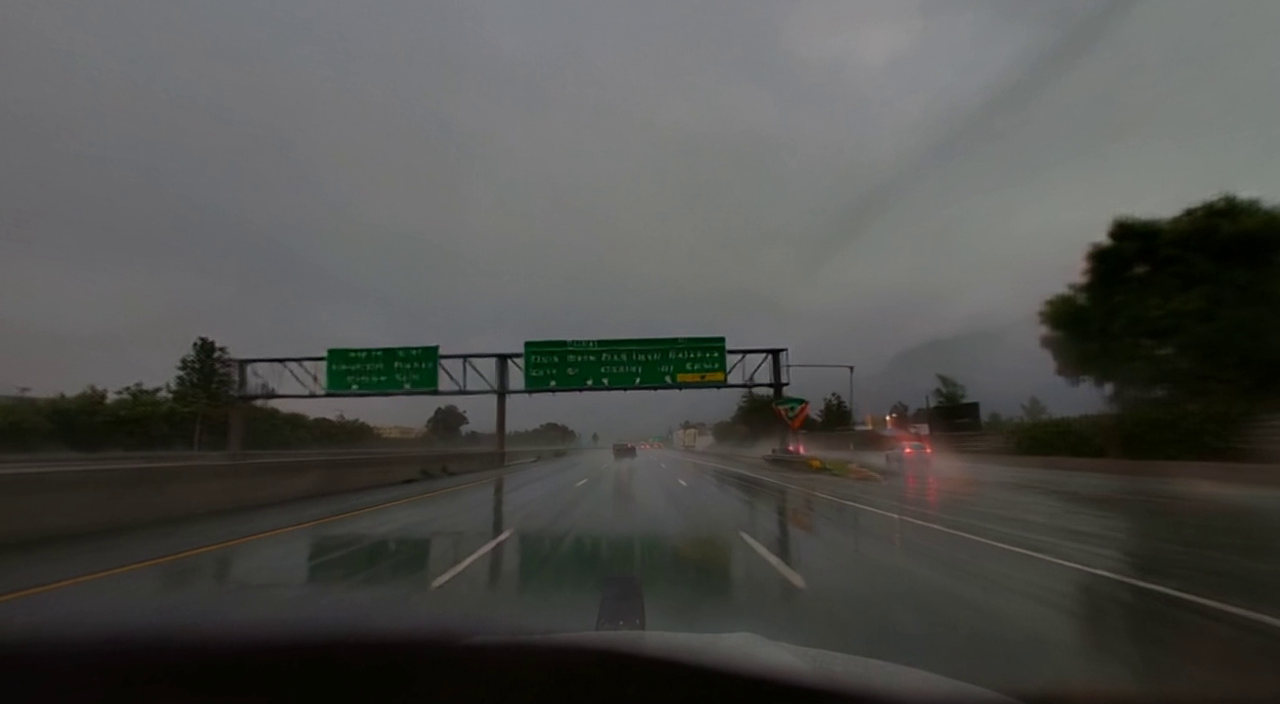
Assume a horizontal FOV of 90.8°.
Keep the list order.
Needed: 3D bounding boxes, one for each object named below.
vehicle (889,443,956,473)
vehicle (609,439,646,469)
[{"bbox_3d":[15.601,5.860,35.098,1.867,1.563,4.436,-1,-9,3],"label":"vehicle"},{"bbox_3d":[-0.748,6.213,38.720,2.121,1.739,4.087,0,-9,0],"label":"vehicle"}]
